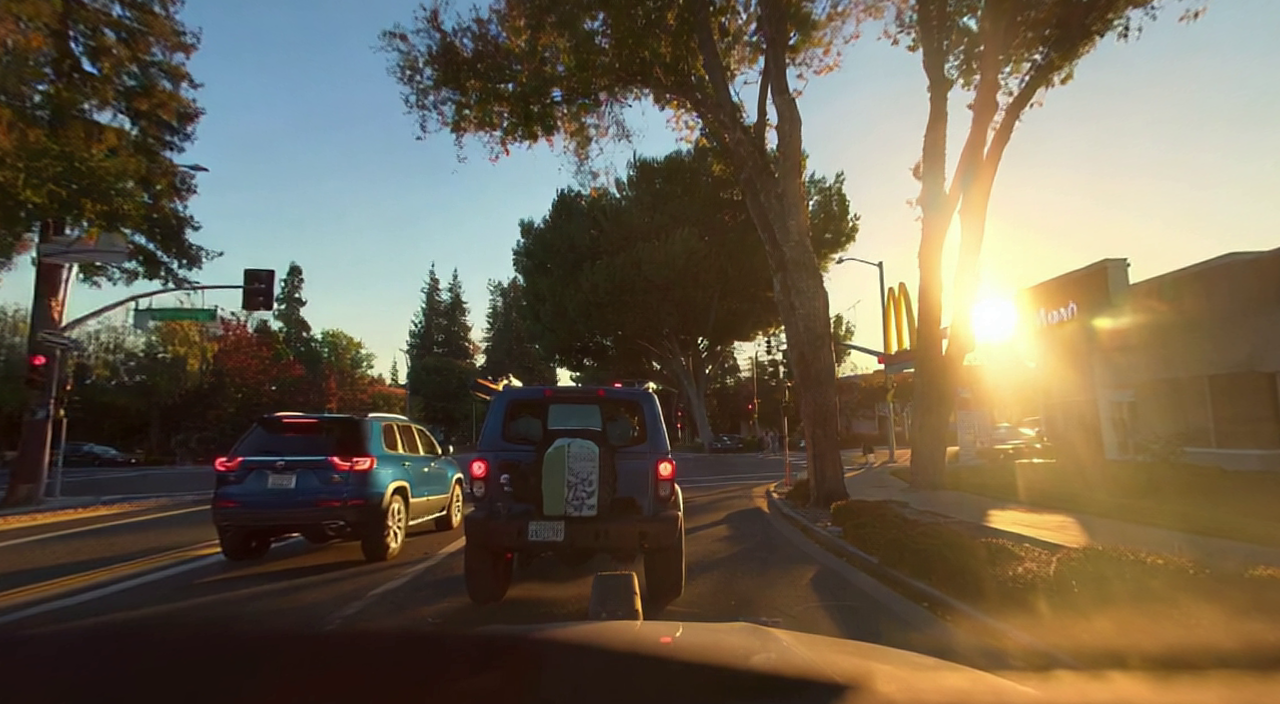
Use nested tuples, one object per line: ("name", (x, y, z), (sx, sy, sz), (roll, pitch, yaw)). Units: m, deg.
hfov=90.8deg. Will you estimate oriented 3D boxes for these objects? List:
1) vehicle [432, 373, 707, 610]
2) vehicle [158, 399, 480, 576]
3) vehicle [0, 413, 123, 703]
("vehicle", (-0.616, 1.479, 7.557), (2.224, 1.923, 4.643), (0, -8, -1))
("vehicle", (-3.909, 1.739, 8.870), (2.130, 1.819, 4.497), (0, -8, 0))
("vehicle", (-3.888, 0.778, 1.234), (1.941, 1.479, 4.541), (0, -8, -1))
